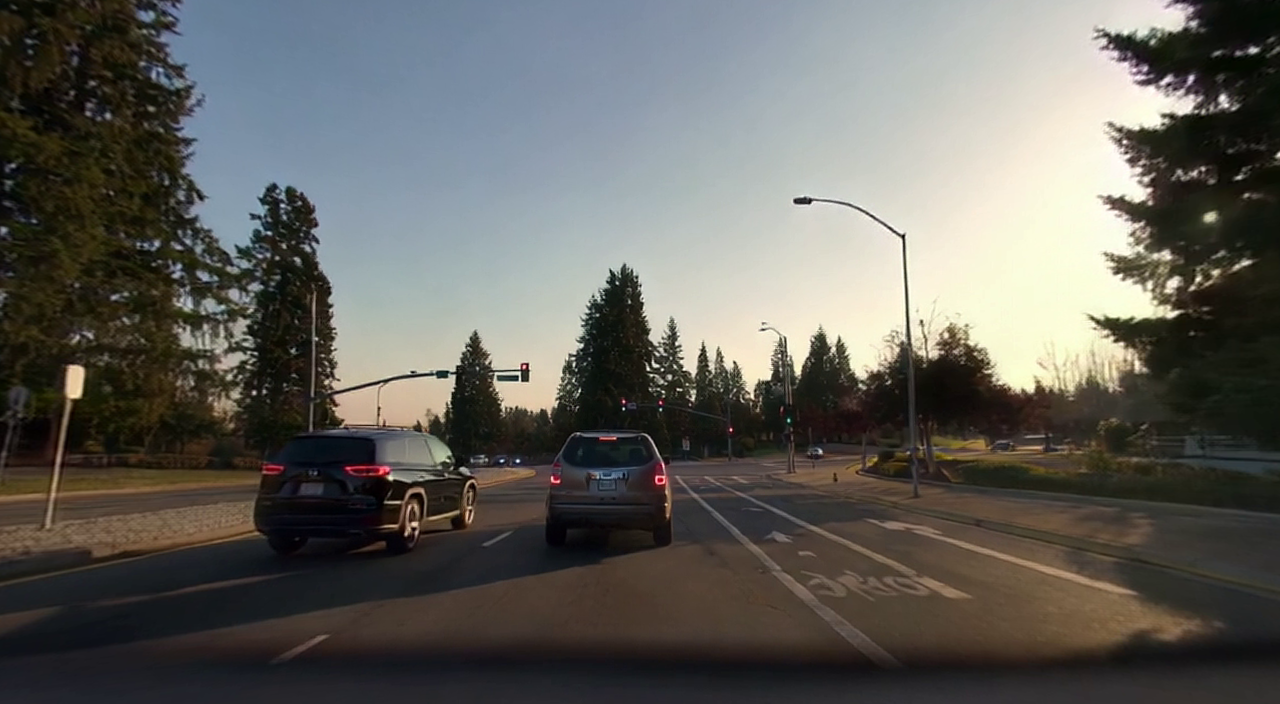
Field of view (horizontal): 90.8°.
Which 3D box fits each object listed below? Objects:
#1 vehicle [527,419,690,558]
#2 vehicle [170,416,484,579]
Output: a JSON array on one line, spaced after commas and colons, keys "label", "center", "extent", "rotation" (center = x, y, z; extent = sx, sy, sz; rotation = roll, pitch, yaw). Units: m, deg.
[{"label": "vehicle", "center": [-0.367, 2.170, 10.860], "extent": [2.131, 1.793, 5.016], "rotation": [0, -9, 1]}, {"label": "vehicle", "center": [-3.849, 1.864, 8.919], "extent": [2.009, 1.673, 4.454], "rotation": [0, -9, 2]}]
